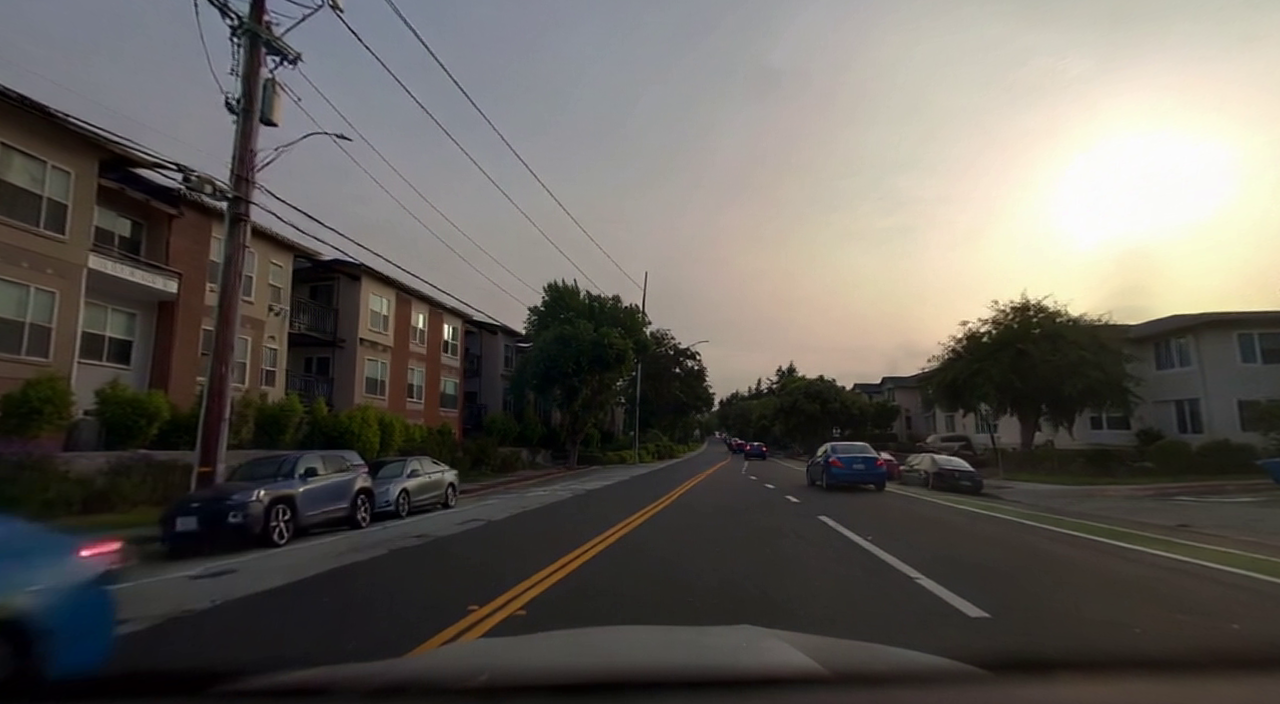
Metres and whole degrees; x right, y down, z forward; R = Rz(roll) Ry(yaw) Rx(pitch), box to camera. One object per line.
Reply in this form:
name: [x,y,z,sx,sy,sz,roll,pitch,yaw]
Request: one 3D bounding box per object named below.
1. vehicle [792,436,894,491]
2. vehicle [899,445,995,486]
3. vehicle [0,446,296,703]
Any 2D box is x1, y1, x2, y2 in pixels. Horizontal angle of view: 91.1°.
vehicle: [6.191,3.452,19.771,2.052,1.506,4.432,-1,-8,5]
vehicle: [12.249,4.529,25.397,1.935,1.478,4.711,-1,-8,6]
vehicle: [-3.741,1.054,2.110,2.155,1.436,4.501,-2,-9,9]
